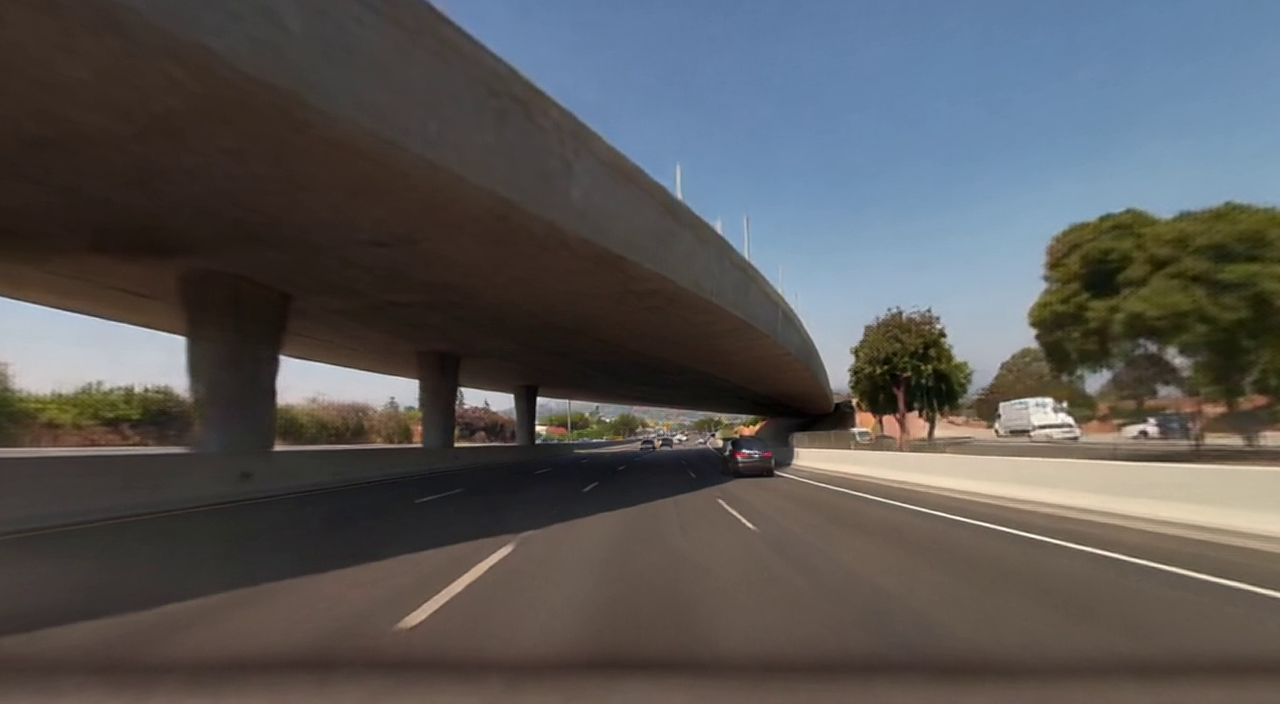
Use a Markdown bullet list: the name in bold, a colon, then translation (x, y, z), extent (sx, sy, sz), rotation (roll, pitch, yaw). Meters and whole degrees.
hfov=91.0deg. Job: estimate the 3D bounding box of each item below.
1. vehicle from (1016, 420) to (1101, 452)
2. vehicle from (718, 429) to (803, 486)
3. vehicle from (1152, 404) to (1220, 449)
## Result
- **vehicle**: translation (30.091, 6.060, 45.442), extent (4.491, 1.767, 2.057), rotation (-9, -10, 17)
- **vehicle**: translation (3.965, 3.550, 21.460), extent (2.090, 1.715, 4.228), rotation (0, -8, 1)
- **vehicle**: translation (33.920, 4.761, 39.290), extent (2.258, 2.496, 6.200), rotation (-7, -11, 34)
